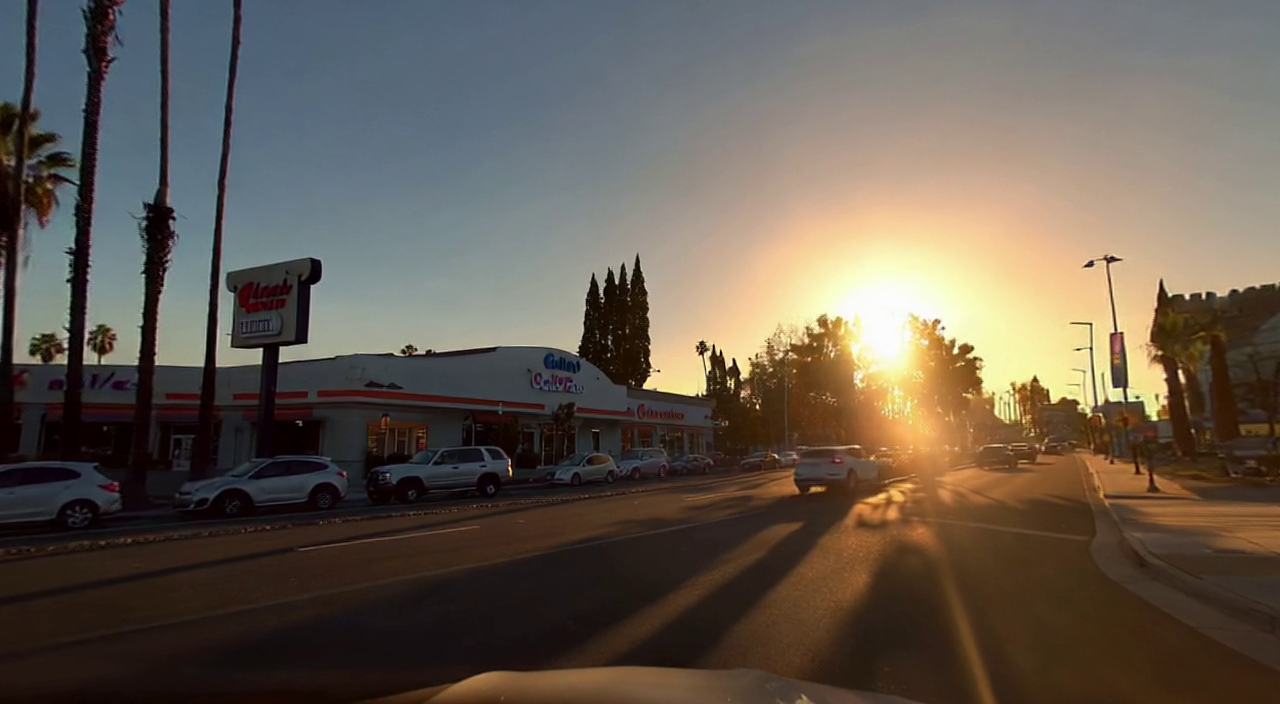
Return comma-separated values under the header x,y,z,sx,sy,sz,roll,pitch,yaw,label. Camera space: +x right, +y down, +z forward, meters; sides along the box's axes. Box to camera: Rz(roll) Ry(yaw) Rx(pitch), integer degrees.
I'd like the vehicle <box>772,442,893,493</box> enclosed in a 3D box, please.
x,y,z,sx,sy,sz,roll,pitch,yaw,label
6.703,3.858,21.520,2.232,1.513,5.090,-6,-11,37,vehicle

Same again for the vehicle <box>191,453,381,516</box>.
x,y,z,sx,sy,sz,roll,pitch,yaw,label
-10.567,3.900,19.135,1.900,1.615,4.573,-6,-11,37,vehicle

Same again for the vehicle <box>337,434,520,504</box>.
x,y,z,sx,sy,sz,roll,pitch,yaw,label
-6.175,3.596,18.994,1.989,1.792,4.884,-9,-15,35,vehicle

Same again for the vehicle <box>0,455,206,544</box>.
x,y,z,sx,sy,sz,roll,pitch,yaw,label
-11.440,2.739,12.004,1.854,1.482,4.756,-6,-11,37,vehicle

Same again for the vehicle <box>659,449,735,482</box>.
x,y,z,sx,sy,sz,roll,pitch,yaw,label
2.869,5.504,30.876,1.776,1.448,4.137,-6,-11,37,vehicle

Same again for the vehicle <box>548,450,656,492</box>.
x,y,z,sx,sy,sz,roll,pitch,yaw,label
-1.409,4.650,25.001,1.837,1.468,4.389,-6,-11,37,vehicle
